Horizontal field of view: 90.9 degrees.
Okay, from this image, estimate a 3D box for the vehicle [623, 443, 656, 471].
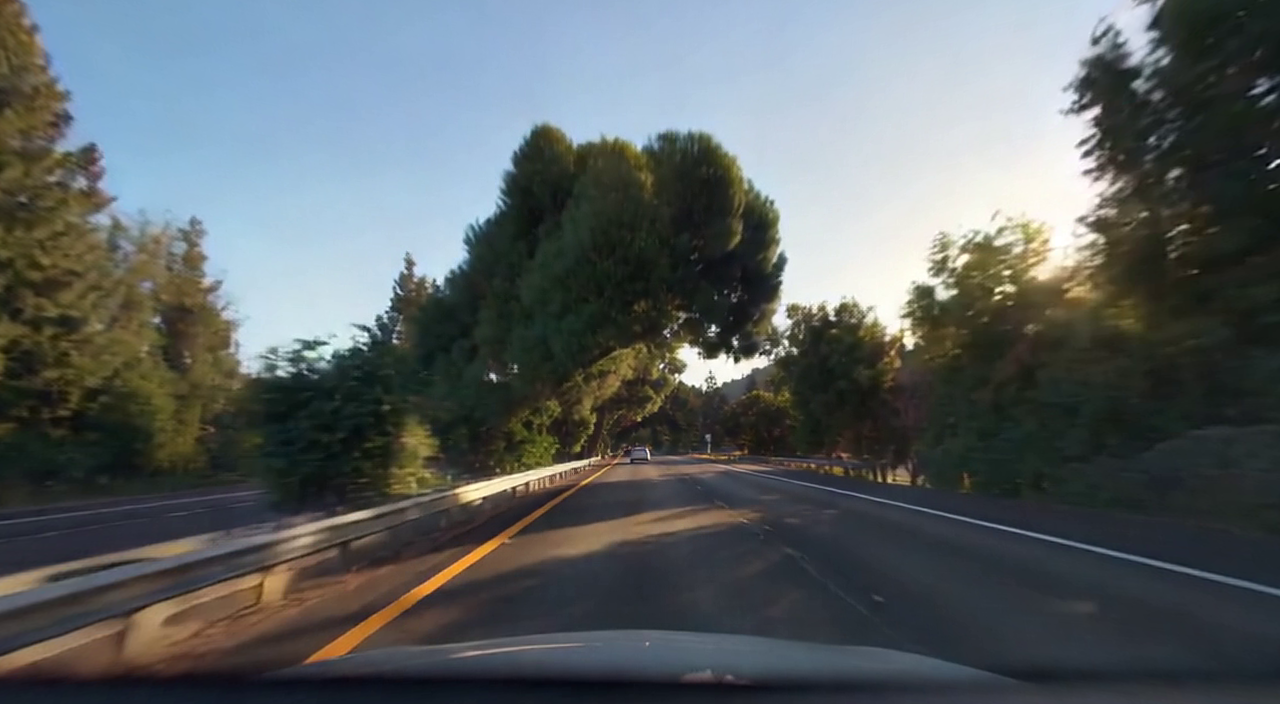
[{"bbox_3d":[-0.059,6.655,40.007,1.987,1.658,3.620,0,-9,-1],"label":"vehicle"}]
